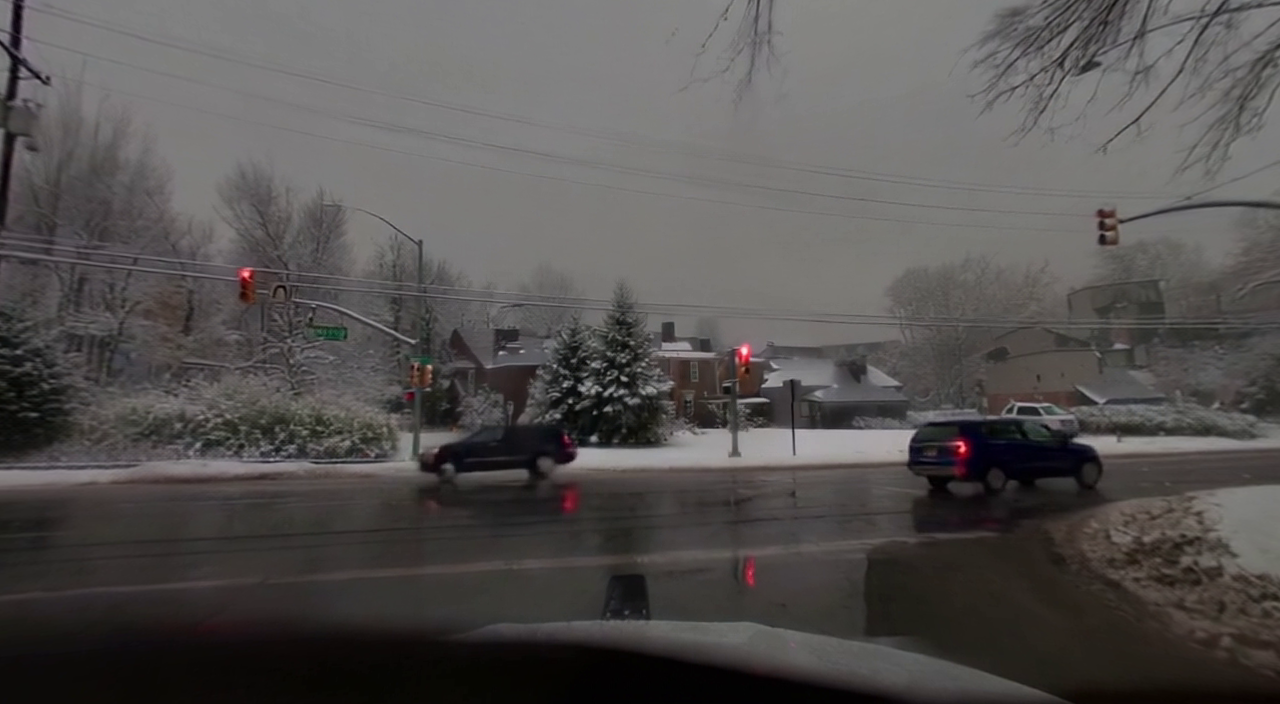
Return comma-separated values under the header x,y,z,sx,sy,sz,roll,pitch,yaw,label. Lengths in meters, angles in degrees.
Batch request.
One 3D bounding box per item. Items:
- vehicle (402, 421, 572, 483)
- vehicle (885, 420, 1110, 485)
x,y,z,sx,sy,sz,roll,pitch,yaw,label
-4.788,3.138,19.967,4.966,1.806,2.007,2,-9,-16,vehicle
8.746,2.455,15.566,4.757,1.442,1.858,2,-9,-14,vehicle
